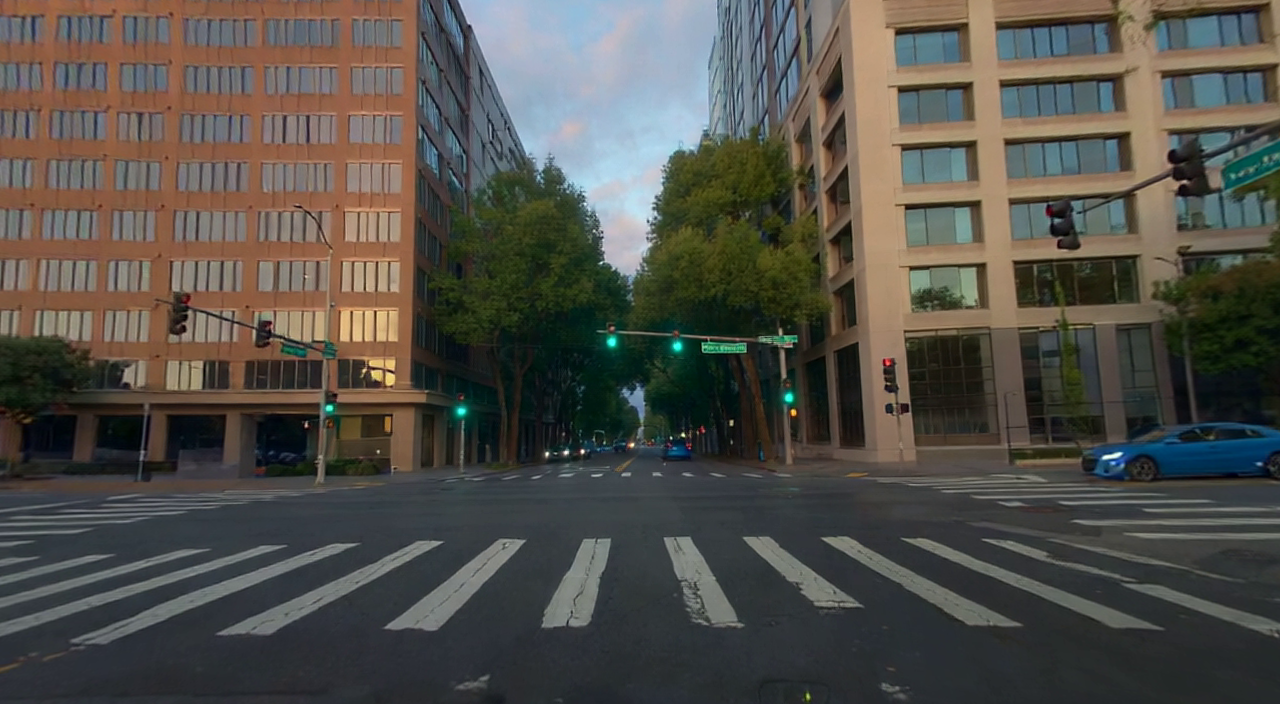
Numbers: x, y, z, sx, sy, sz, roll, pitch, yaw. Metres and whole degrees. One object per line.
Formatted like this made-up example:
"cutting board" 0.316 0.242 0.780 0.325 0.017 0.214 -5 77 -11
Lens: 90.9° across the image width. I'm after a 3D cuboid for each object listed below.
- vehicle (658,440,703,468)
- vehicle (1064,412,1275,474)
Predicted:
"vehicle" 2.255 5.871 36.394 2.039 1.470 4.355 0 -8 -4
"vehicle" 16.918 2.938 20.397 4.802 1.860 2.146 0 -8 0
